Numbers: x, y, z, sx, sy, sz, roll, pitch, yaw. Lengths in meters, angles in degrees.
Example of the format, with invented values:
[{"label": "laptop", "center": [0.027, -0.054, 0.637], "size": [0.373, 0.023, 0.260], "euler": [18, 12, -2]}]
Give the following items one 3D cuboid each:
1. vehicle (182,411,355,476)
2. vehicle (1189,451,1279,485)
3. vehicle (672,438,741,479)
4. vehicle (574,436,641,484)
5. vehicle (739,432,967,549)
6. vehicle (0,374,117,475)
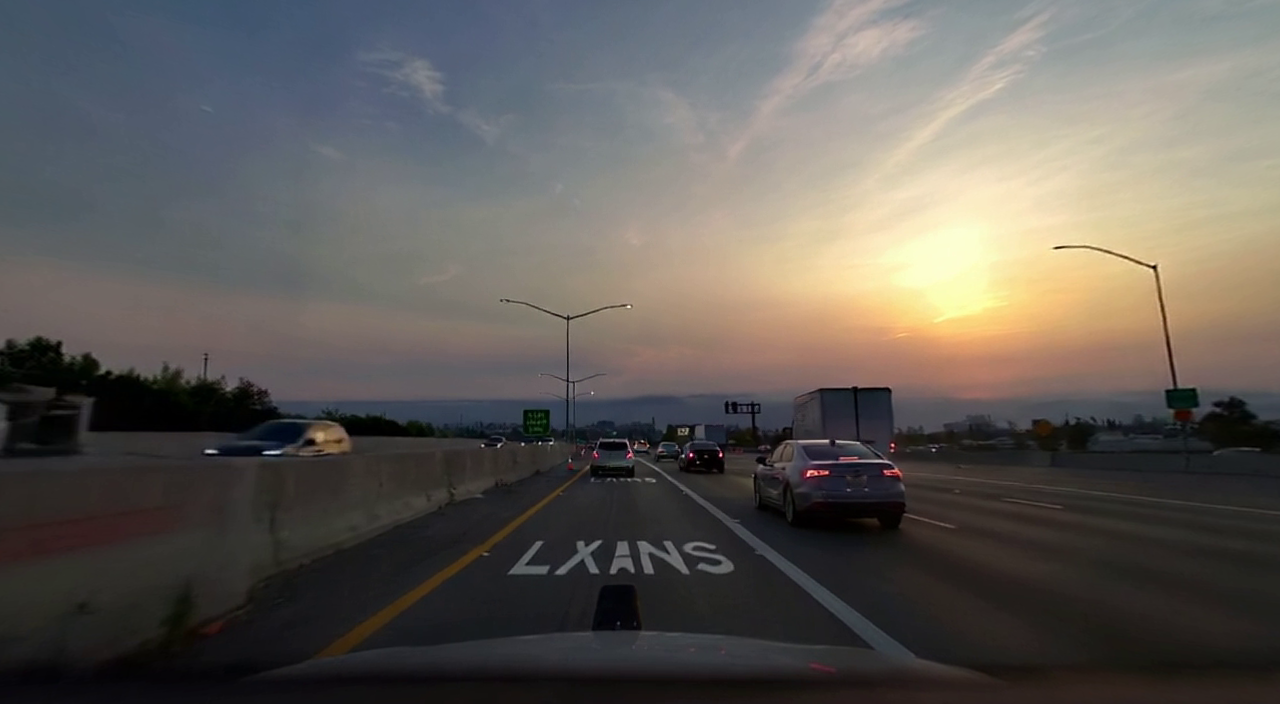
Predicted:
[{"label": "vehicle", "center": [-10.102, 2.552, 17.734], "size": [1.997, 1.562, 4.754], "euler": [0, -8, -1]}, {"label": "vehicle", "center": [35.741, 6.682, 36.812], "size": [2.227, 1.730, 5.442], "euler": [1, -8, -6]}, {"label": "vehicle", "center": [2.499, 4.137, 24.995], "size": [2.042, 1.460, 4.451], "euler": [0, -8, -3]}, {"label": "vehicle", "center": [-1.077, 3.638, 21.739], "size": [2.069, 1.470, 4.004], "euler": [0, -8, -2]}, {"label": "vehicle", "center": [3.040, 2.049, 10.169], "size": [1.996, 1.455, 4.281], "euler": [0, -8, -3]}, {"label": "vehicle", "center": [-13.646, 1.360, 11.954], "size": [2.414, 1.943, 6.030], "euler": [0, -8, -1]}]
